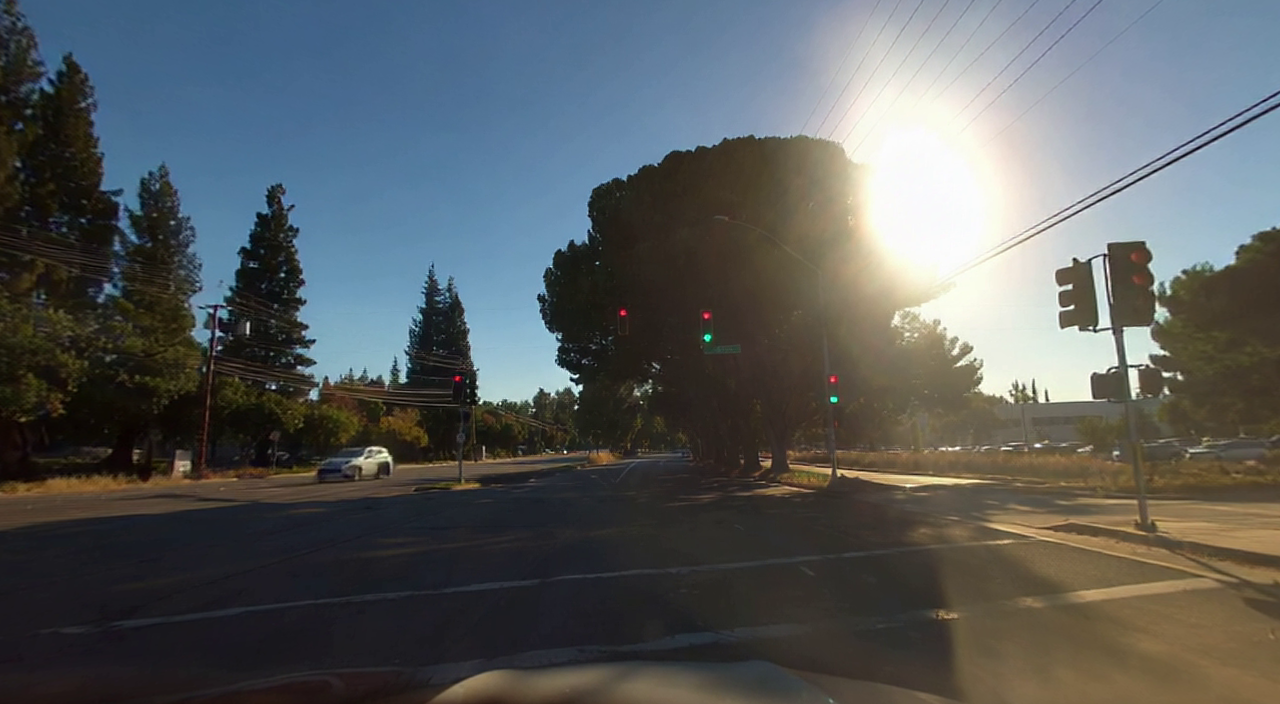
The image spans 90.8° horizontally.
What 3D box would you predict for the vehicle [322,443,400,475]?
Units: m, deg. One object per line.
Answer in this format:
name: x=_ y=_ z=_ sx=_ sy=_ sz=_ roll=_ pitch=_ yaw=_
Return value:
vehicle: x=-14.518 y=5.554 z=33.154 sx=1.893 sy=1.547 sz=4.283 roll=-1 pitch=-8 yaw=4
